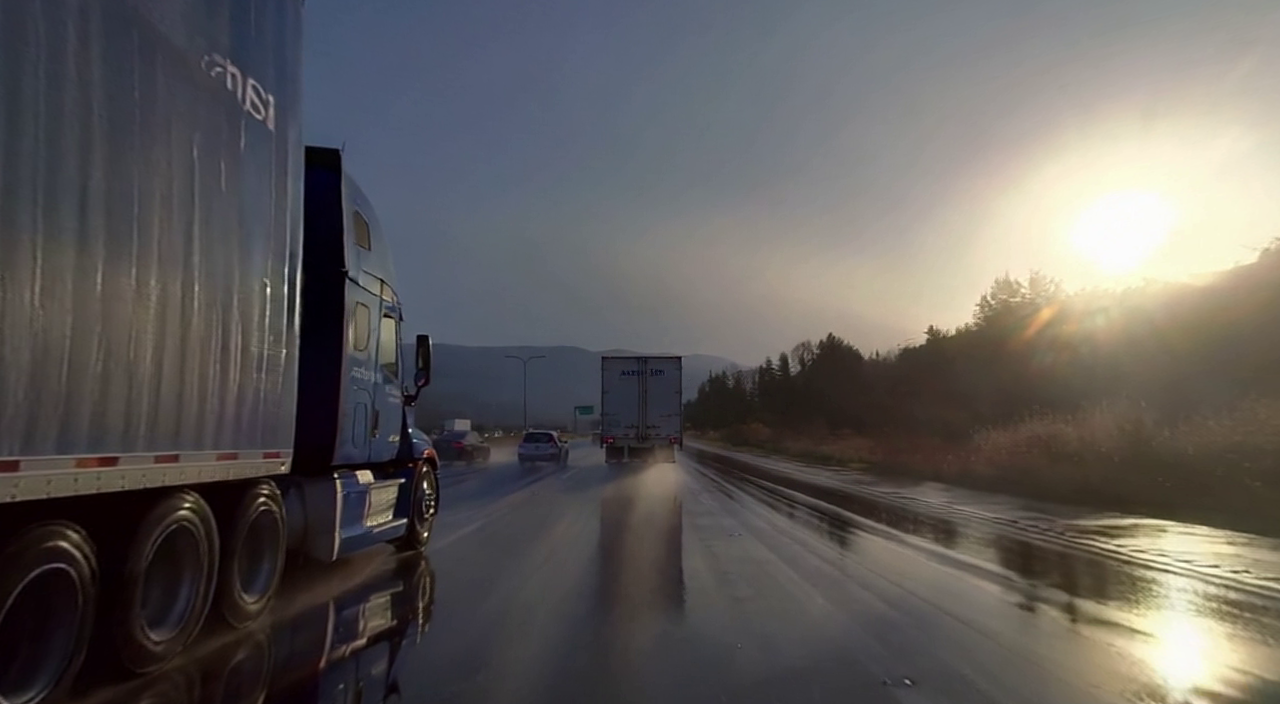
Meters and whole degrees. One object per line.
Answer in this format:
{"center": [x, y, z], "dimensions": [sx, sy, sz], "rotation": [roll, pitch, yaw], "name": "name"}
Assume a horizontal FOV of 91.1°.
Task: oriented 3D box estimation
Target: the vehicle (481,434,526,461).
{"center": [-7.883, 5.513, 36.594], "dimensions": [1.828, 1.470, 4.079], "rotation": [0, -8, -2], "name": "vehicle"}

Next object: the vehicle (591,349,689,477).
{"center": [-0.168, 2.671, 25.617], "dimensions": [3.118, 4.106, 10.719], "rotation": [0, -8, -2], "name": "vehicle"}

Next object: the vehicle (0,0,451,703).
{"center": [-4.041, 0.093, 5.762], "dimensions": [3.007, 4.031, 6.044], "rotation": [1, -7, -4], "name": "vehicle"}

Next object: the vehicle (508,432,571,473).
{"center": [-3.936, 3.982, 25.250], "dimensions": [1.933, 1.492, 3.838], "rotation": [0, -8, -1], "name": "vehicle"}
